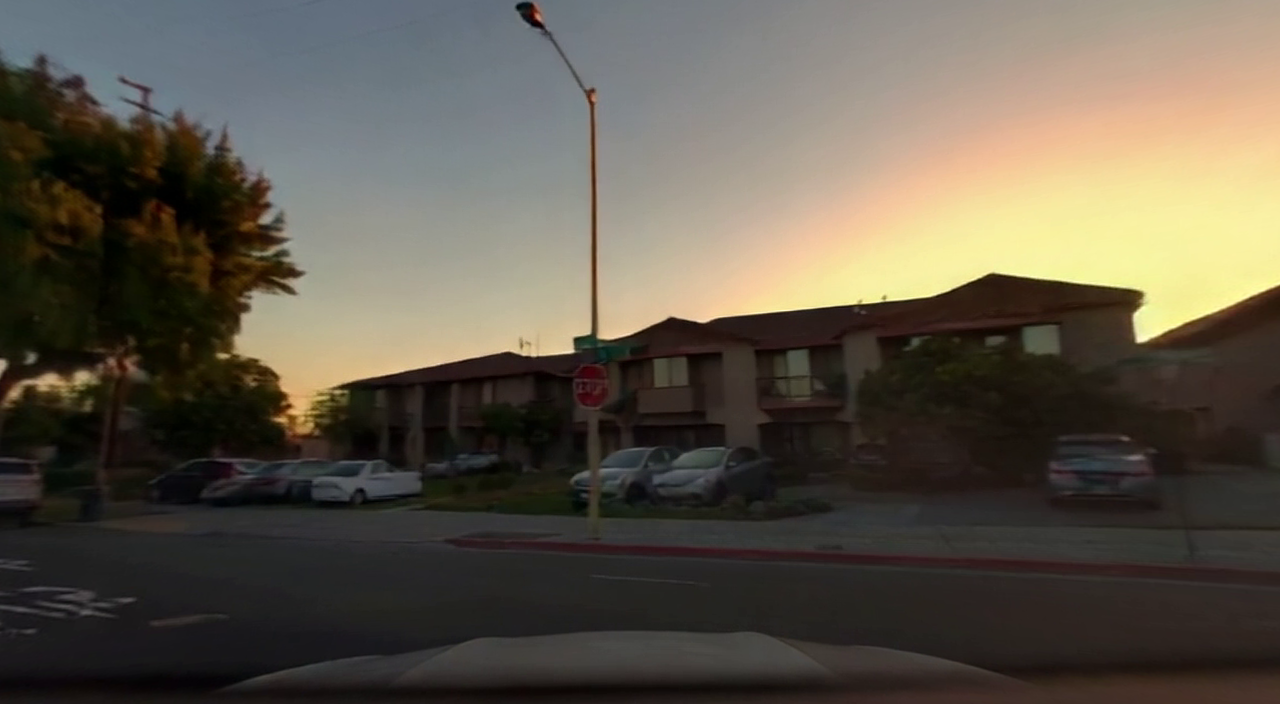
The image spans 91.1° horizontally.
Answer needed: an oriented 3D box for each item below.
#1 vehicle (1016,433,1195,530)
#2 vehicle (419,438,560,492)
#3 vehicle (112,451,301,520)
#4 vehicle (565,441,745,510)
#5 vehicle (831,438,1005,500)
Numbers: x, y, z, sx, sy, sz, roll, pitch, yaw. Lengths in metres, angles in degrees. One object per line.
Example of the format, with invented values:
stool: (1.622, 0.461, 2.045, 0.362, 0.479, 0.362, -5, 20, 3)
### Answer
vehicle: (11.387, 3.094, 15.966, 2.305, 1.962, 5.685, -4, -9, 23)
vehicle: (-10.130, 7.431, 41.880, 9.384, 3.230, 2.928, -5, -9, 27)
vehicle: (-14.858, 4.442, 21.500, 6.027, 1.893, 2.282, -2, -8, 23)
vehicle: (0.415, 3.467, 18.081, 4.778, 1.753, 1.959, -4, -9, 24)
vehicle: (9.837, 4.043, 22.195, 5.798, 1.920, 2.267, 4, -9, -25)
